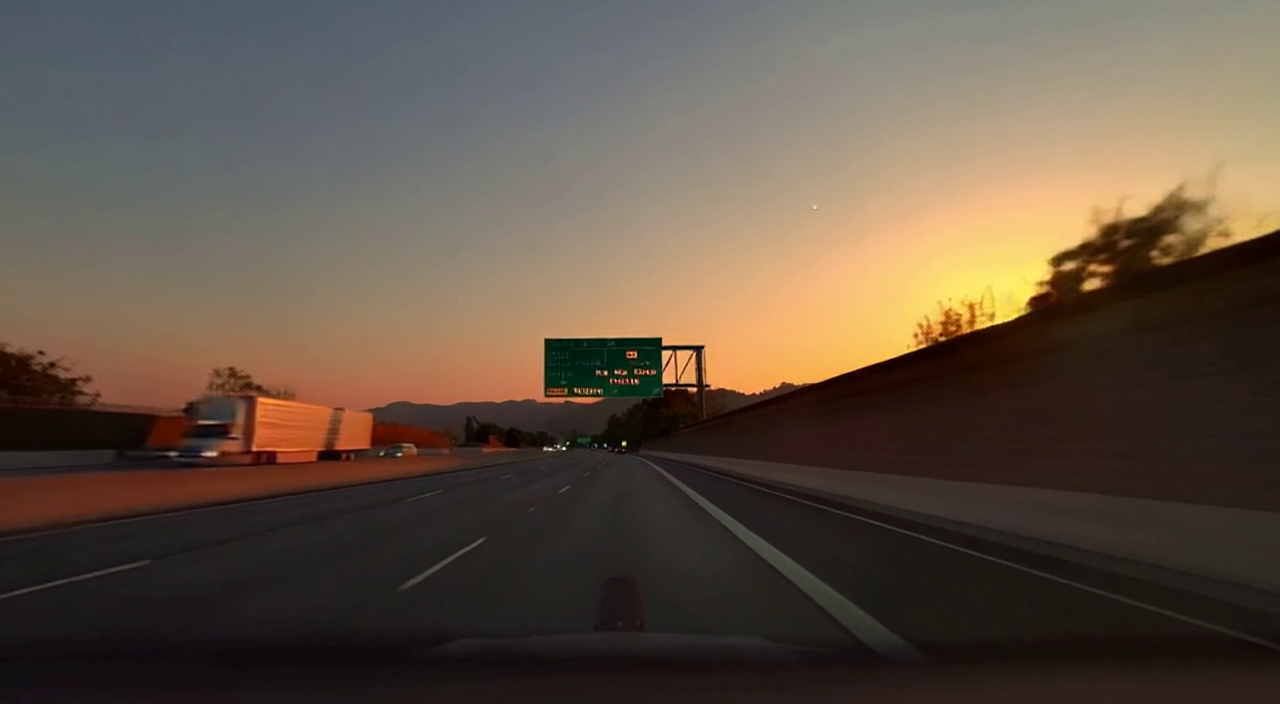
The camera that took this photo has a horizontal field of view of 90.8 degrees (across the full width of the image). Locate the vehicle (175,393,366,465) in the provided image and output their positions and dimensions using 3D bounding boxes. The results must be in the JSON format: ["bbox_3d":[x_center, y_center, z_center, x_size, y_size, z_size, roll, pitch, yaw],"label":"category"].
[{"bbox_3d":[-24.562,5.699,44.417,2.765,3.968,18.709,0,-9,-2],"label":"vehicle"}]
